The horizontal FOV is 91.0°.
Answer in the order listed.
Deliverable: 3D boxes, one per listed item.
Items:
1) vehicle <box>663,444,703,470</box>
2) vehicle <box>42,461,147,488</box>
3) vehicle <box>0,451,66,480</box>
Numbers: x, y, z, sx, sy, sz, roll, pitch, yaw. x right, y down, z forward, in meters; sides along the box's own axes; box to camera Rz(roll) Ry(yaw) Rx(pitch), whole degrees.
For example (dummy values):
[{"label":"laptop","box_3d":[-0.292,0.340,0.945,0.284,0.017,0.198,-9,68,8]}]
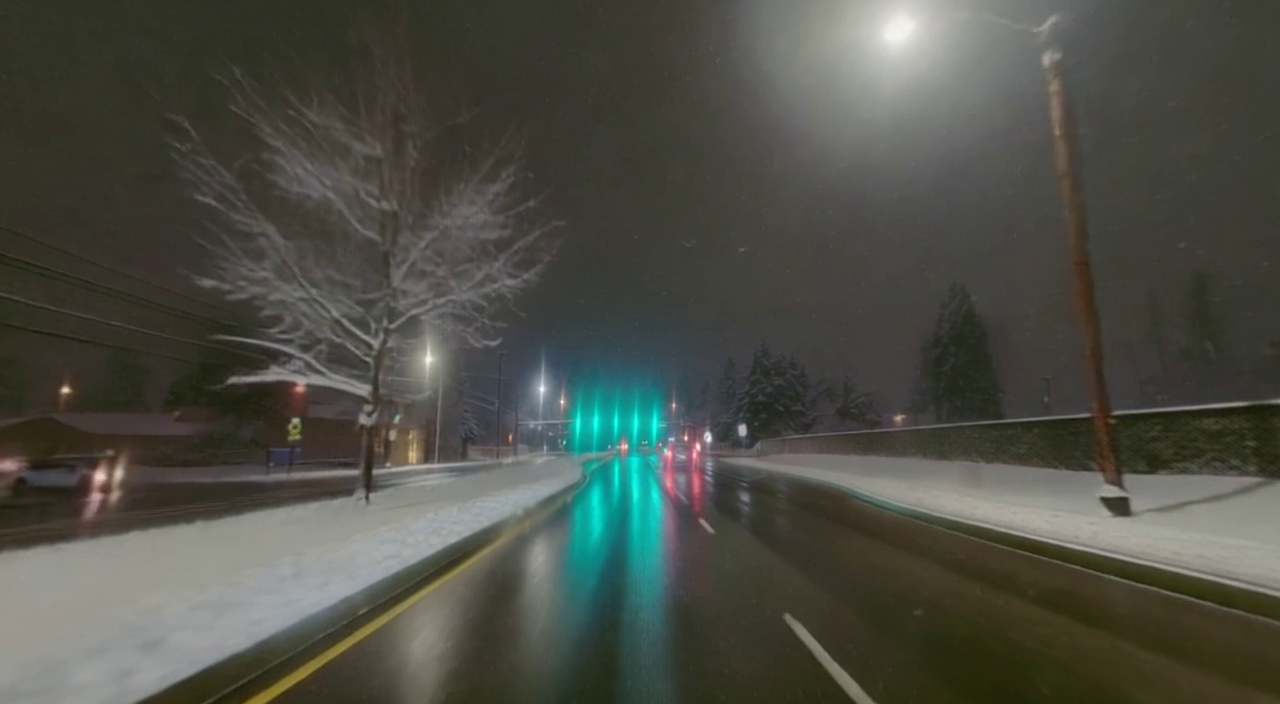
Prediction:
[{"label":"vehicle","box_3d":[2.561,6.392,38.385,2.105,1.490,4.008,0,-9,-1]},{"label":"vehicle","box_3d":[-32.279,7.233,37.348,4.384,1.463,1.969,0,-9,0]},{"label":"vehicle","box_3d":[-42.715,7.821,43.312,2.040,1.792,4.780,-4,-7,-1]}]
